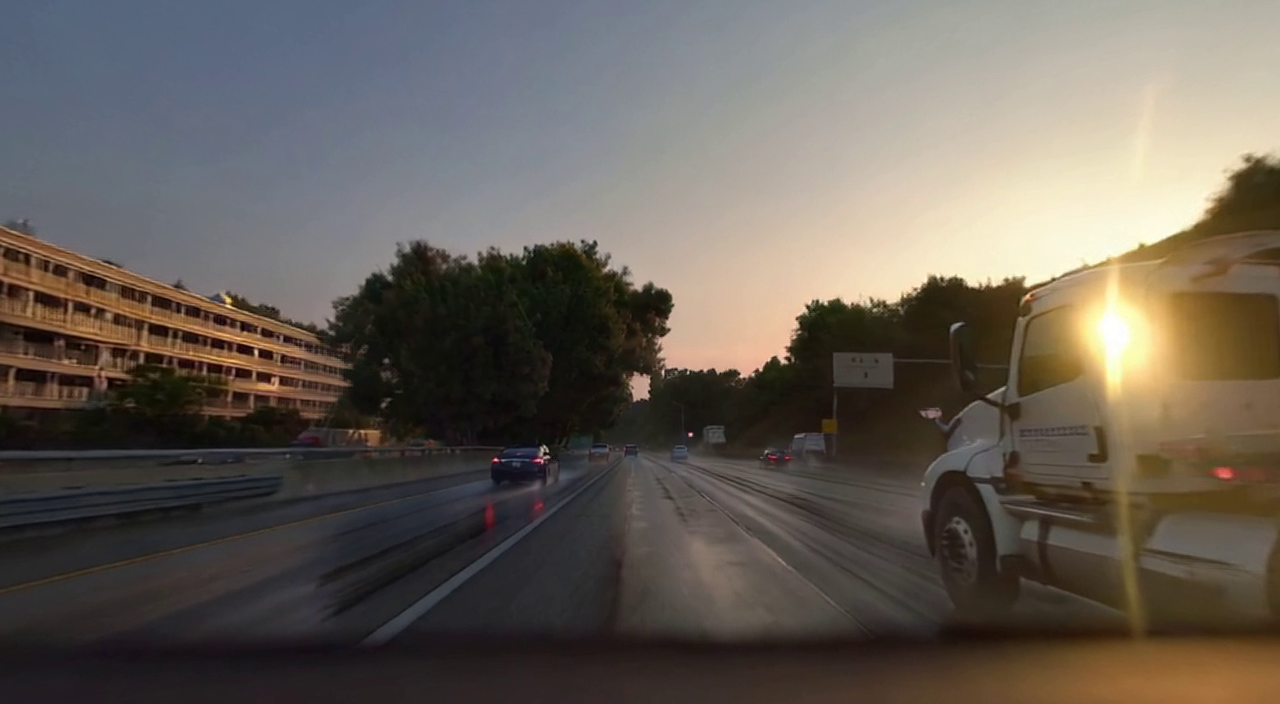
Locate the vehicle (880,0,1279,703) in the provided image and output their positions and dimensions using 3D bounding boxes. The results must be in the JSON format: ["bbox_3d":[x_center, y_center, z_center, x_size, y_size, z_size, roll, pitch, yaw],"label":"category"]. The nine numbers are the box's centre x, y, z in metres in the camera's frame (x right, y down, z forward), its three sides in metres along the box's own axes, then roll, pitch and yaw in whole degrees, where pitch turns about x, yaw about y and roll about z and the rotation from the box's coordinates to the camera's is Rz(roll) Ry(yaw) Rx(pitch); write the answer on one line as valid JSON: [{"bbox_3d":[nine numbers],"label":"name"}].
[{"bbox_3d":[3.688,-0.138,2.497,3.089,3.779,6.420,0,-9,2],"label":"vehicle"}]

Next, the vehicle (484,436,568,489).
[{"bbox_3d":[-3.626,3.599,20.800,1.954,1.528,4.010,1,-9,1],"label":"vehicle"}]

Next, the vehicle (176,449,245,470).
[{"bbox_3d":[-32.167,8.026,47.286,1.863,1.470,4.531,0,-8,1],"label":"vehicle"}]
